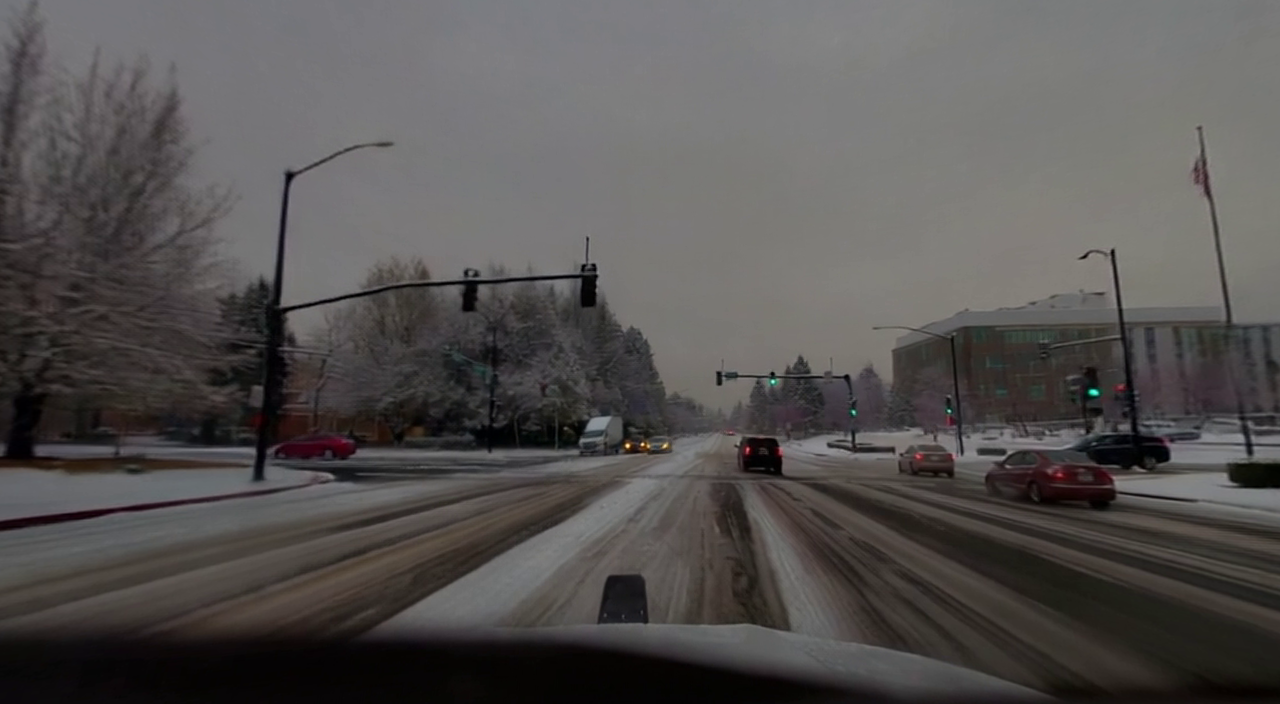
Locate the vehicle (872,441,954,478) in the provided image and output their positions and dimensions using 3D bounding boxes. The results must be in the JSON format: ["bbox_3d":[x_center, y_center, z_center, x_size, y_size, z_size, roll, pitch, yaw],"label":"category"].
[{"bbox_3d":[11.834,4.653,27.534,1.860,1.460,4.379,0,-8,4],"label":"vehicle"}]

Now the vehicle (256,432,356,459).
[{"bbox_3d":[-19.838,5.558,37.431,4.856,1.528,2.053,0,-9,6],"label":"vehicle"}]

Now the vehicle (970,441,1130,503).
[{"bbox_3d":[11.198,3.270,17.584,1.896,1.463,4.296,0,-8,5],"label":"vehicle"}]

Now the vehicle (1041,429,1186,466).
[{"bbox_3d":[27.105,5.512,36.161,6.170,1.978,2.399,0,-10,5],"label":"vehicle"}]

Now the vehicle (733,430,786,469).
[{"bbox_3d":[5.977,4.943,31.906,2.203,1.801,4.331,0,-8,5],"label":"vehicle"}]
